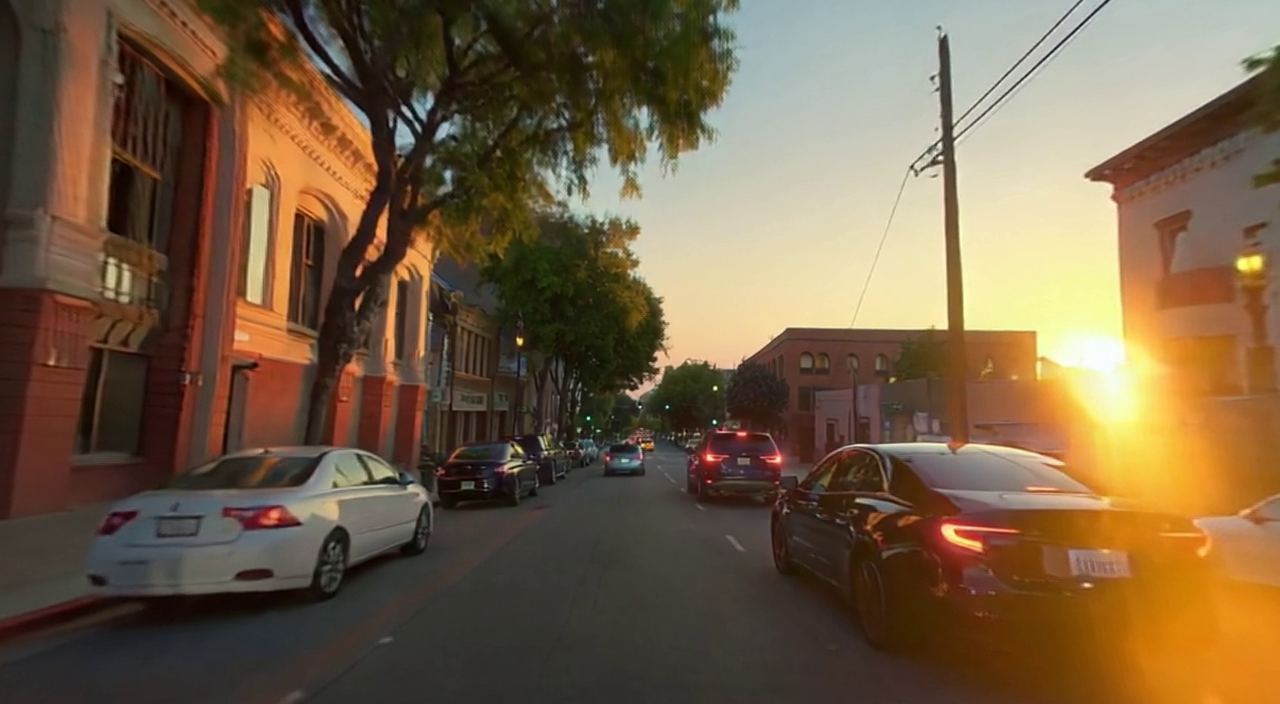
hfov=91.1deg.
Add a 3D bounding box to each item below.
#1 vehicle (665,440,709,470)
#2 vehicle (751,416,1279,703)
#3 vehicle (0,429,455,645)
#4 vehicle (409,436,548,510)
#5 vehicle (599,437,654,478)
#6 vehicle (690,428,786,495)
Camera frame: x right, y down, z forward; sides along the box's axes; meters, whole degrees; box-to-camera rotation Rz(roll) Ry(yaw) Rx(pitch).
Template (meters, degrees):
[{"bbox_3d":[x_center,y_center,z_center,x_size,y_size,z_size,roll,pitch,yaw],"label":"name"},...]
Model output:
[{"bbox_3d":[2.439,5.483,33.624,1.966,1.475,4.528,0,-8,-1],"label":"vehicle"},{"bbox_3d":[2.438,1.394,5.297,2.080,1.495,4.591,0,-8,-1],"label":"vehicle"},{"bbox_3d":[-3.645,1.603,6.588,1.954,1.462,4.407,0,-8,1],"label":"vehicle"},{"bbox_3d":[-3.617,2.805,15.115,1.972,1.471,4.795,0,-8,1],"label":"vehicle"},{"bbox_3d":[-0.497,4.132,24.784,2.007,1.460,3.923,0,-8,0],"label":"vehicle"},{"bbox_3d":[2.724,3.171,18.527,2.002,1.707,4.547,0,-8,-1],"label":"vehicle"}]
